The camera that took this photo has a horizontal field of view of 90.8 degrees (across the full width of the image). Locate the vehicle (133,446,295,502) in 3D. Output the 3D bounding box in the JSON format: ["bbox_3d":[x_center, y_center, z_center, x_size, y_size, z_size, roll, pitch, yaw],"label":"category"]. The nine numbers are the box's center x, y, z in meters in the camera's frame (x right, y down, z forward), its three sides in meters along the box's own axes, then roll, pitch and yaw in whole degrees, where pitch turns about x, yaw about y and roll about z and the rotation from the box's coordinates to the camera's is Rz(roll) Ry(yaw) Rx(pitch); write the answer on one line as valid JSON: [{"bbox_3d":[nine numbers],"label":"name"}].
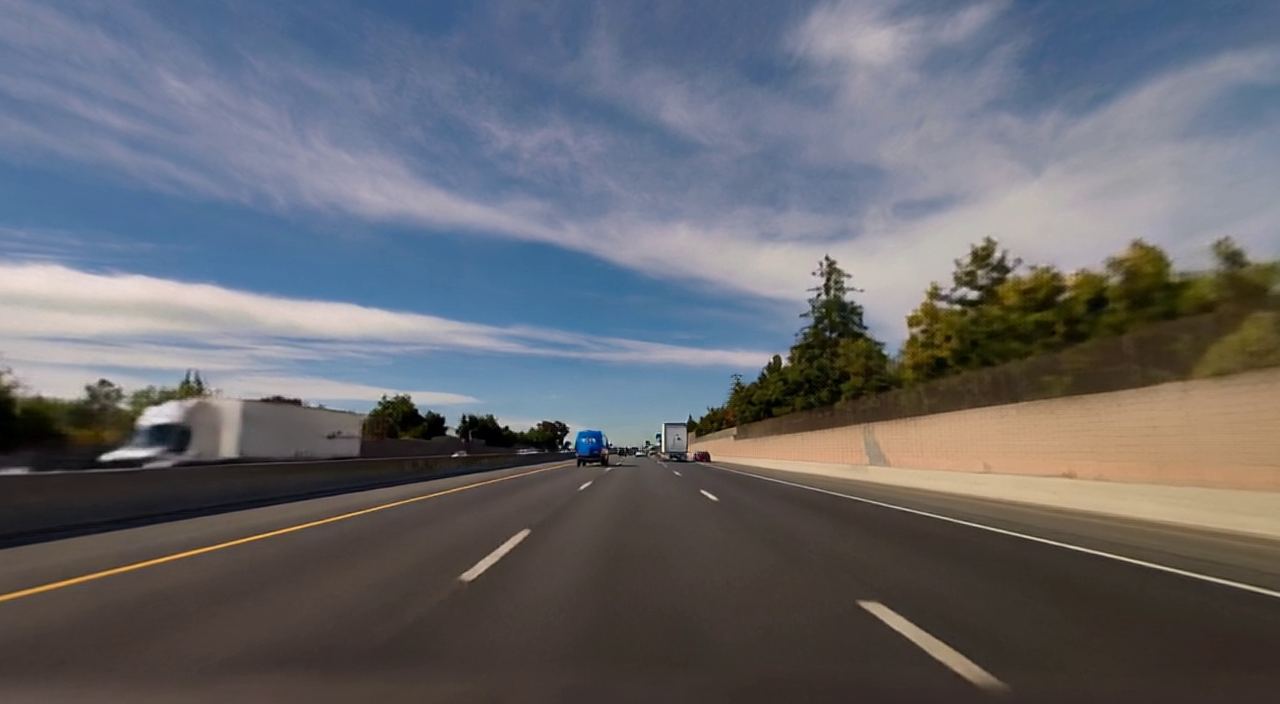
[{"bbox_3d":[-12.440,3.562,18.844,1.829,1.445,4.332,0,-9,0],"label":"vehicle"}]

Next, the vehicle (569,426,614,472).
[{"bbox_3d":[-2.993,6.209,40.385,2.380,2.648,6.879,0,-9,-1],"label":"vehicle"}]

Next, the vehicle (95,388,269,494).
[{"bbox_3d":[-20.378,4.068,28.693,3.054,4.226,6.203,0,-9,0],"label":"vehicle"}]

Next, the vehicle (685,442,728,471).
[{"bbox_3d":[3.956,6.323,38.339,2.066,1.638,4.158,0,-9,-2],"label":"vehicle"}]
